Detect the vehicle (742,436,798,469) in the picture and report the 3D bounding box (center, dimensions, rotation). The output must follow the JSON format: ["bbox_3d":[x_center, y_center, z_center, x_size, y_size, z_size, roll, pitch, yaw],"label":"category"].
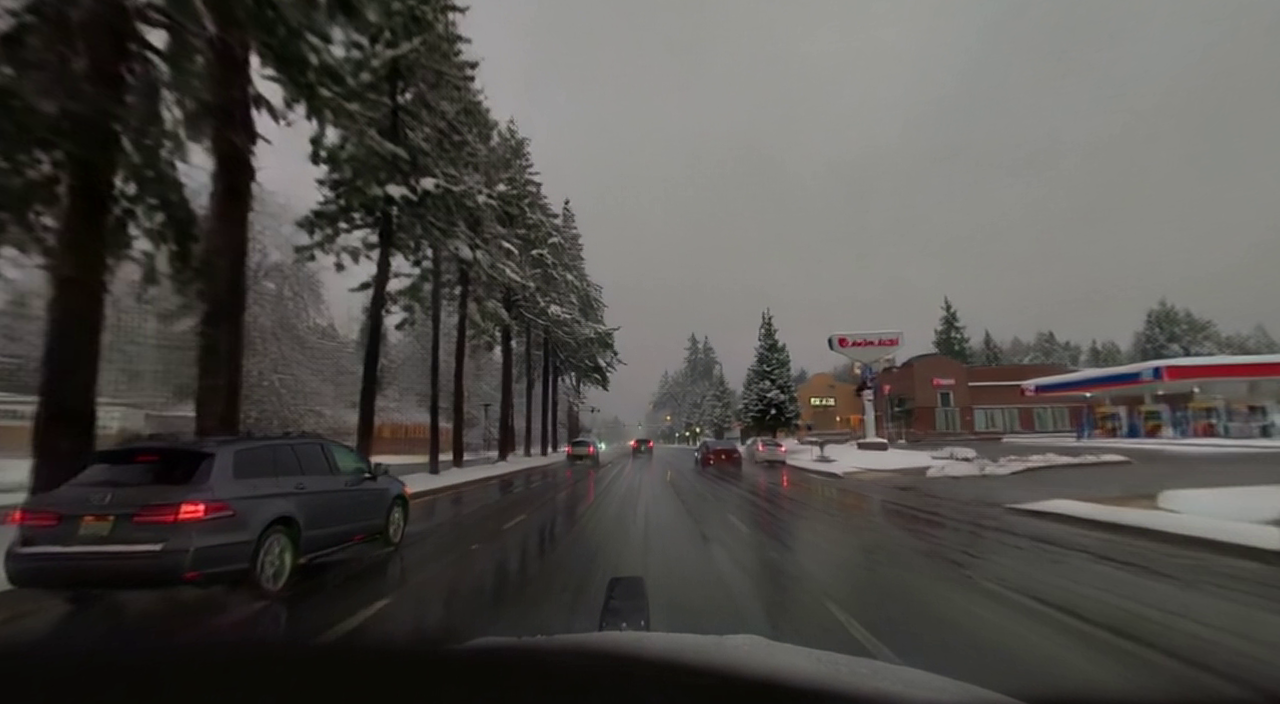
[{"bbox_3d":[6.620,5.167,32.547,1.983,1.599,4.243,0,-8,0],"label":"vehicle"}]

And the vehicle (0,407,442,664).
[{"bbox_3d":[-3.915,1.476,6.444,1.988,1.530,5.155,0,-8,2],"label":"vehicle"}]

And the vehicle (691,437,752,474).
[{"bbox_3d":[3.437,4.481,27.519,2.010,1.486,4.498,0,-8,-1],"label":"vehicle"}]

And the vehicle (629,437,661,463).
[{"bbox_3d":[0.288,6.140,39.583,1.922,1.579,3.642,0,-8,0],"label":"vehicle"}]

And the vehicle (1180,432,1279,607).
[{"bbox_3d":[6.177,1.180,3.864,1.856,1.421,4.357,0,-8,0],"label":"vehicle"}]

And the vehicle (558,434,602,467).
[{"bbox_3d":[-3.348,5.632,36.076,2.051,1.747,4.370,0,-8,1],"label":"vehicle"}]
